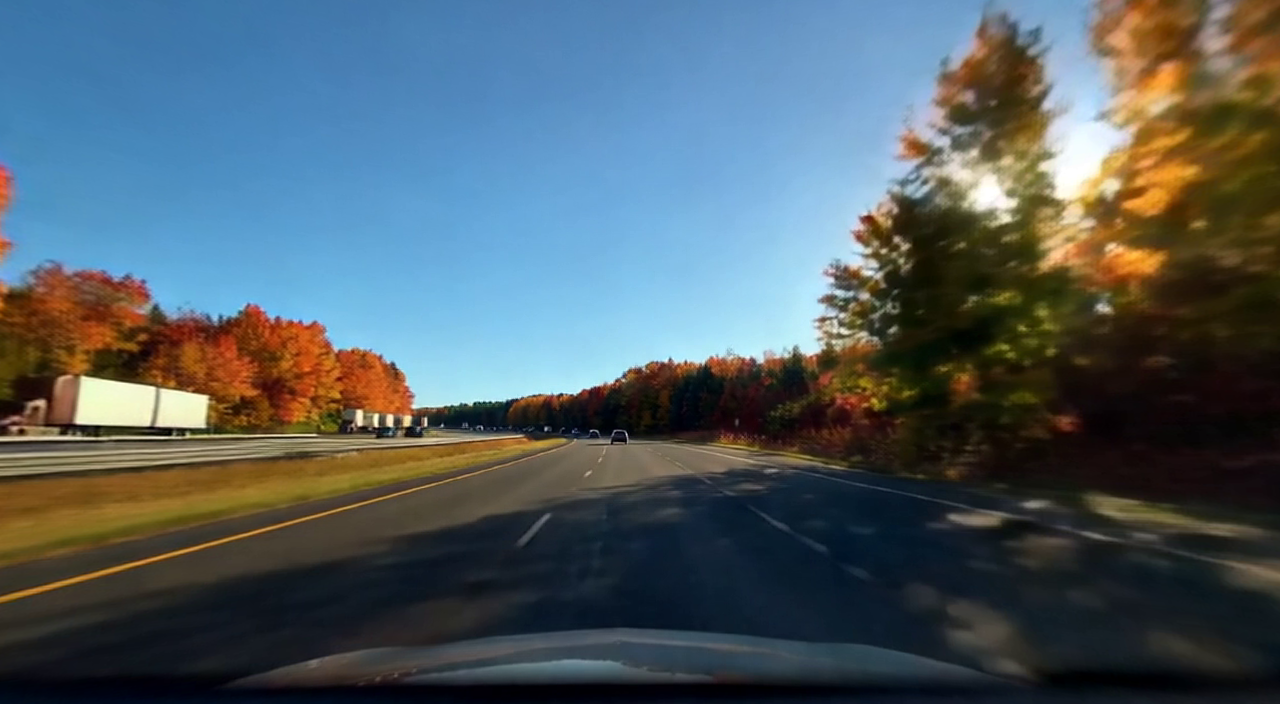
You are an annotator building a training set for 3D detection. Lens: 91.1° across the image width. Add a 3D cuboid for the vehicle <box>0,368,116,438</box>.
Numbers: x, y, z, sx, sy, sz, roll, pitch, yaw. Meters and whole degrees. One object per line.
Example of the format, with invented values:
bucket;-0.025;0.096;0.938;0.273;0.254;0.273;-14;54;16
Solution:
vehicle;-39.154;3.460;41.136;3.263;4.186;6.909;0;-7;3
